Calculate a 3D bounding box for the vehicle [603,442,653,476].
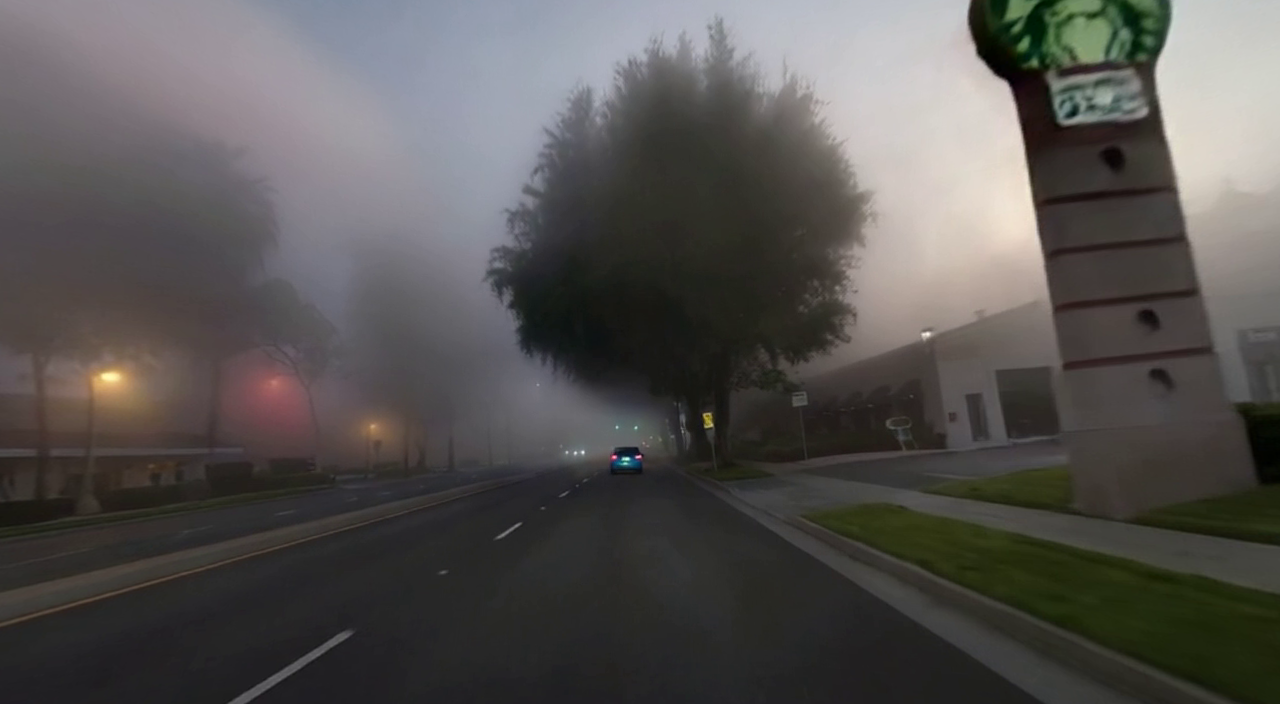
[{"bbox_3d":[-0.550,4.934,29.542,2.156,1.462,4.495,0,-8,0],"label":"vehicle"}]
